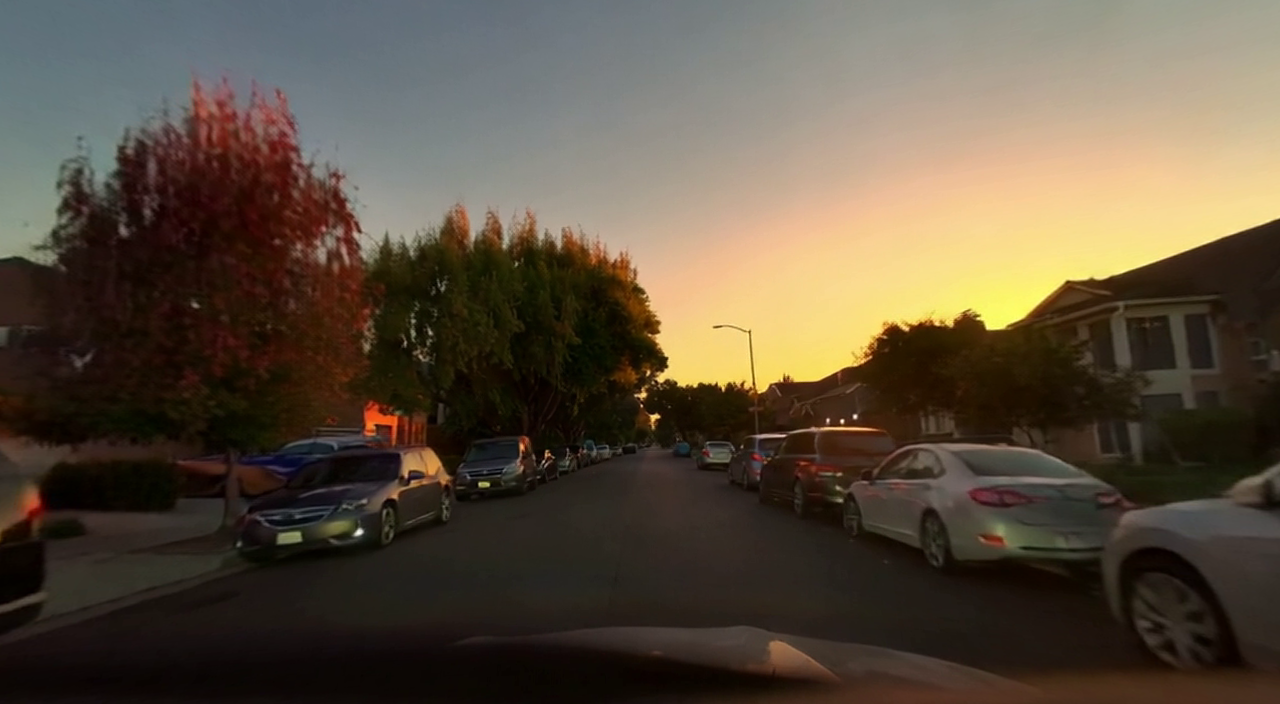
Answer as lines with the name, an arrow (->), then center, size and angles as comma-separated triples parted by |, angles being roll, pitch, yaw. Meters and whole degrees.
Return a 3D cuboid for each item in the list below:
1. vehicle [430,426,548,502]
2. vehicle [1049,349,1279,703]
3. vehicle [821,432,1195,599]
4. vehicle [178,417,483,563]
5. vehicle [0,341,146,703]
vehicle -> -4.686, 3.590, 20.750 | 2.461, 2.145, 5.415 | 0, -8, 1
vehicle -> 3.789, 0.728, 1.931 | 1.994, 1.710, 4.699 | 0, -8, 1
vehicle -> 3.880, 1.755, 7.779 | 1.808, 1.437, 4.337 | 1, -8, -3
vehicle -> -4.817, 2.241, 11.219 | 2.683, 1.923, 5.421 | 0, -8, 0
vehicle -> -4.935, 0.756, 1.959 | 2.390, 2.123, 5.371 | 0, -8, 0
